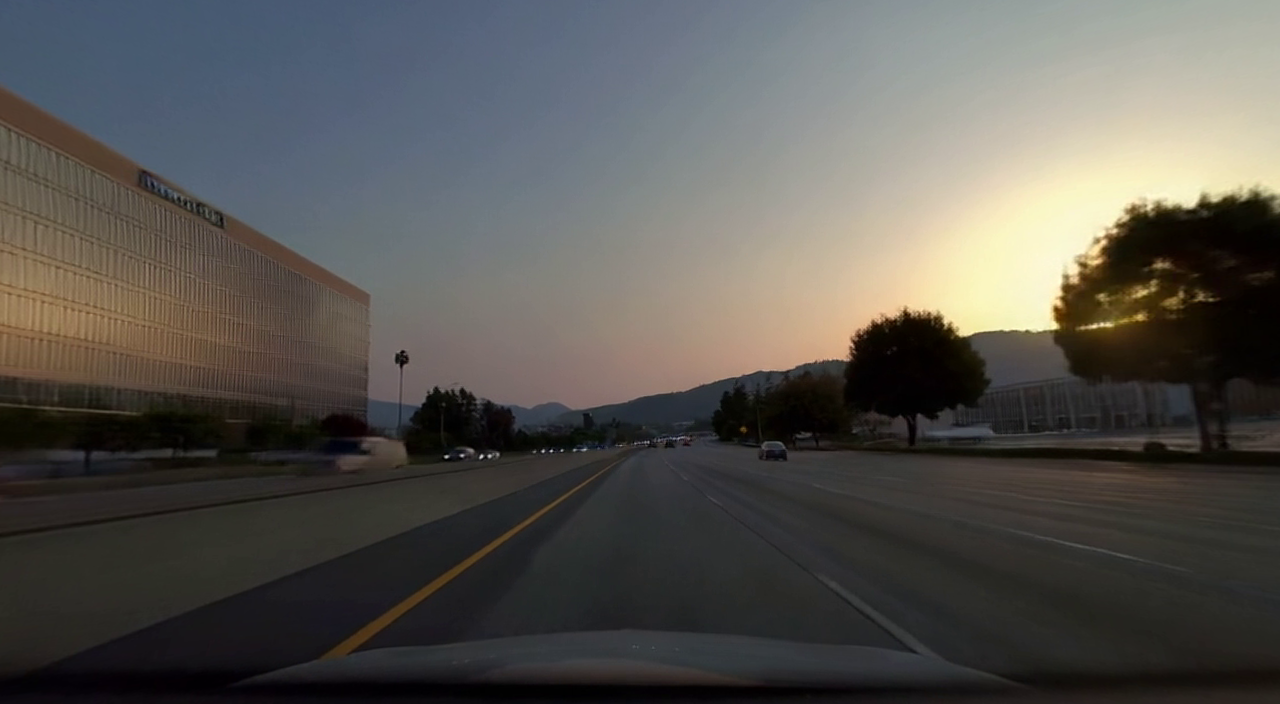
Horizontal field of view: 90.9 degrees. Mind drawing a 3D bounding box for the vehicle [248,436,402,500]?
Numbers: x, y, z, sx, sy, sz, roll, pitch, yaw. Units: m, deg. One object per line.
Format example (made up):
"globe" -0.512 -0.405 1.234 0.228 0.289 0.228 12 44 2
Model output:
"vehicle" -10.825 4.023 22.423 2.307 1.934 6.053 0 -8 0
